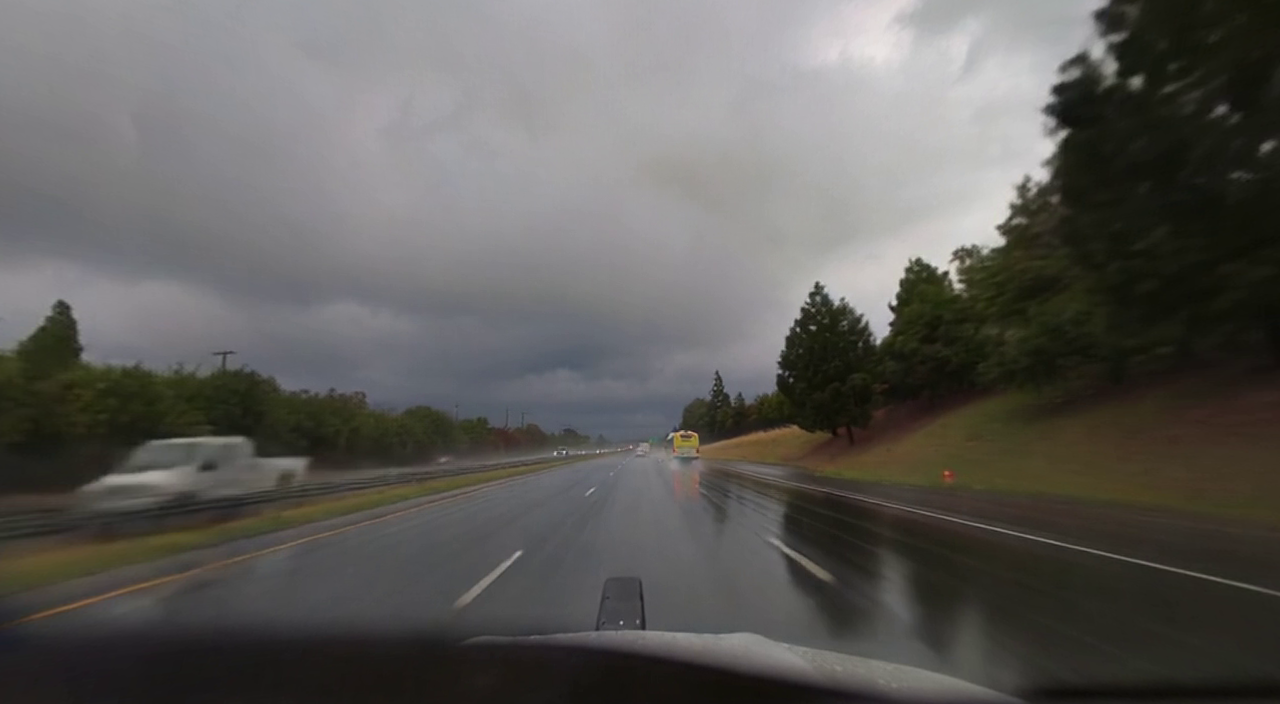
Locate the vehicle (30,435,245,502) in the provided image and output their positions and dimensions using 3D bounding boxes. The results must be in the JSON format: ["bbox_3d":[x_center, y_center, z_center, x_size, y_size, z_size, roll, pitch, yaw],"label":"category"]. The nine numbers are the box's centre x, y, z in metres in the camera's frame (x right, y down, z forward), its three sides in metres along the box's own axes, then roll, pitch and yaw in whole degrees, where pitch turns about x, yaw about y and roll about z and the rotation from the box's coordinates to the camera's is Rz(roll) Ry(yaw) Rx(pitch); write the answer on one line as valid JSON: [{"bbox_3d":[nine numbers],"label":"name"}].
[{"bbox_3d":[-12.745,2.973,16.481,2.020,1.502,4.338,0,-9,0],"label":"vehicle"}]
